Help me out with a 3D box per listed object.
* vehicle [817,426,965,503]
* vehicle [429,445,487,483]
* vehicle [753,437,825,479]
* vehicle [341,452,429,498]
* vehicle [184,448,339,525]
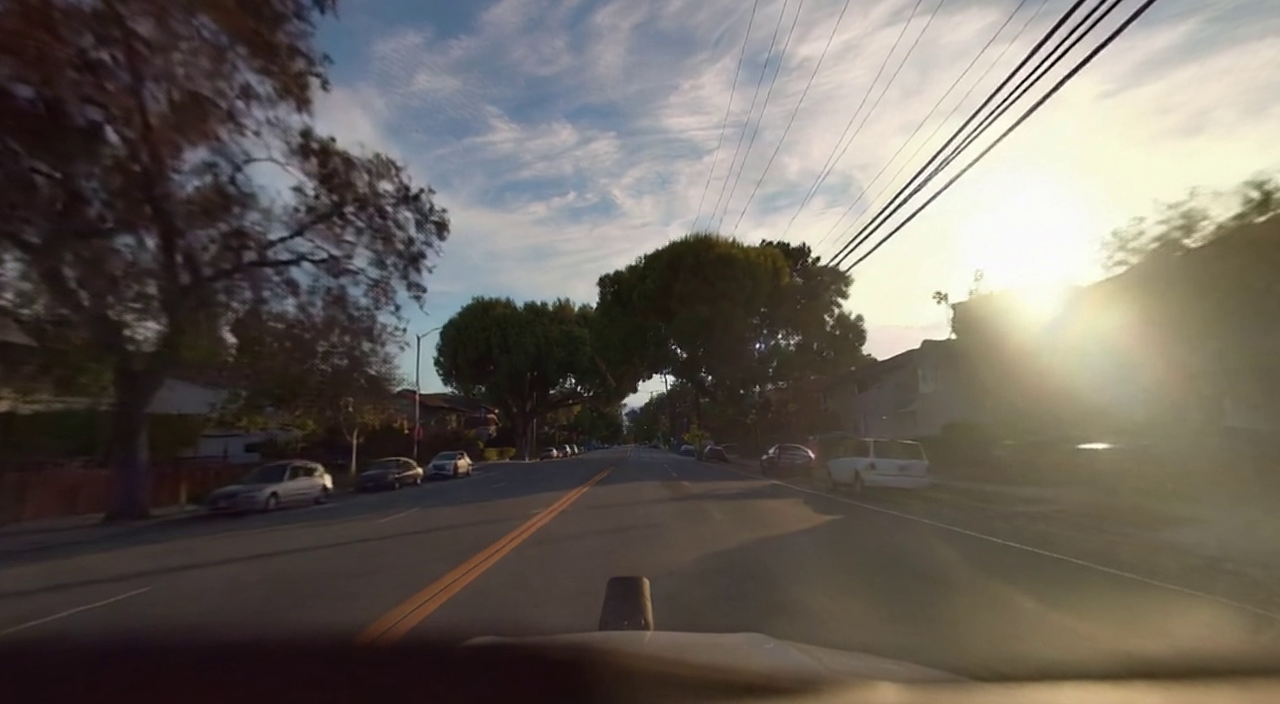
[{"bbox_3d":[6.788,3.101,17.775,2.128,1.823,4.834,-1,-9,0],"label":"vehicle"},{"bbox_3d":[-10.342,6.324,36.060,1.984,1.762,4.266,-4,-7,0],"label":"vehicle"},{"bbox_3d":[6.826,4.905,29.411,2.194,1.741,4.800,-1,-9,0],"label":"vehicle"},{"bbox_3d":[-10.546,5.059,26.398,1.932,1.472,4.516,-3,-7,-2],"label":"vehicle"},{"bbox_3d":[-10.398,3.661,17.776,1.974,1.696,4.336,-3,-8,-4],"label":"vehicle"}]
